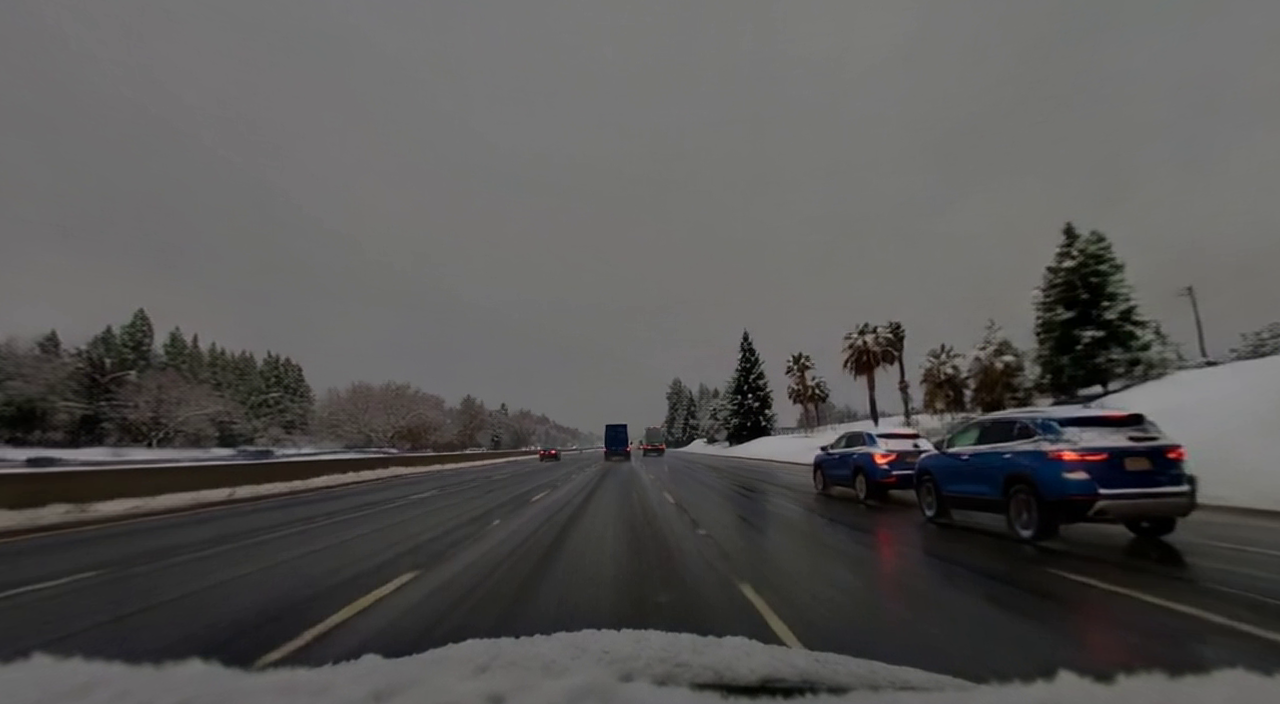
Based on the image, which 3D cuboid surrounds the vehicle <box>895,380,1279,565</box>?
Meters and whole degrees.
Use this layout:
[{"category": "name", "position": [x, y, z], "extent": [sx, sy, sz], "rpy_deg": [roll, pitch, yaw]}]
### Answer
[{"category": "vehicle", "position": [6.436, 1.803, 10.180], "extent": [2.408, 2.210, 4.999], "rpy_deg": [0, -8, -2]}]

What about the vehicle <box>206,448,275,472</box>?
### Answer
[{"category": "vehicle", "position": [-26.251, 7.075, 41.613], "extent": [2.023, 1.493, 3.907], "rpy_deg": [0, -8, -2]}]
